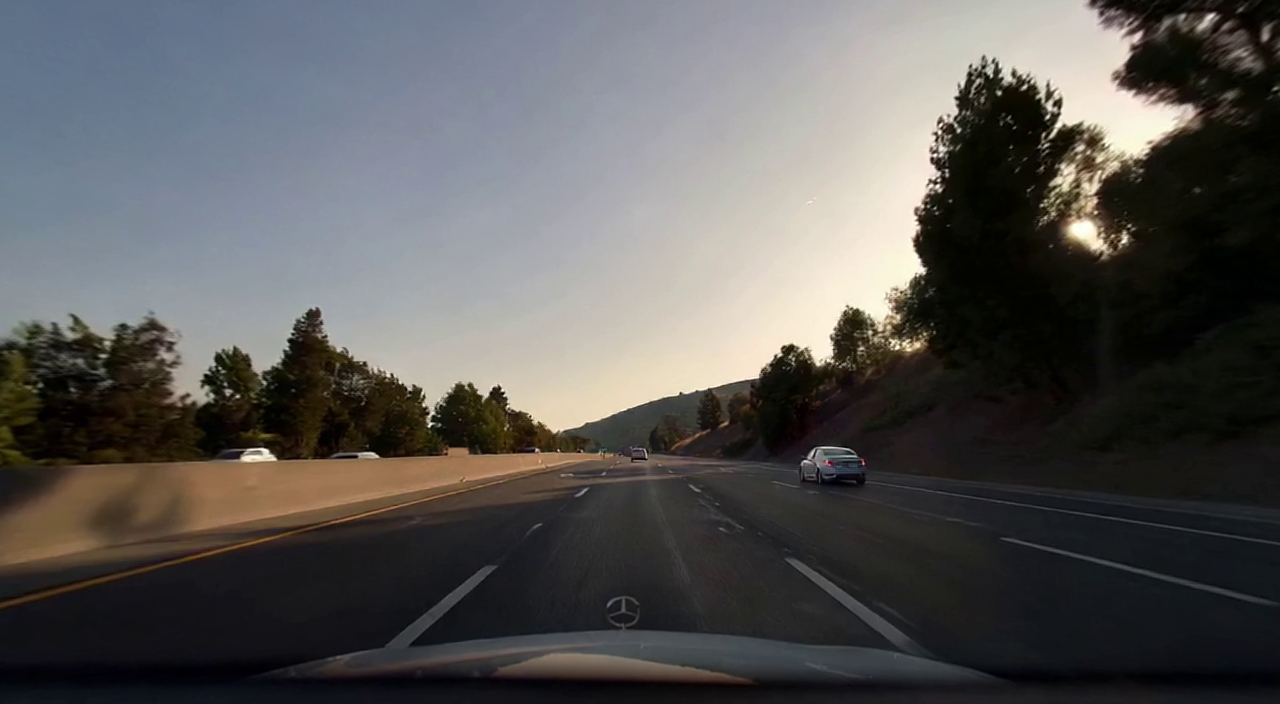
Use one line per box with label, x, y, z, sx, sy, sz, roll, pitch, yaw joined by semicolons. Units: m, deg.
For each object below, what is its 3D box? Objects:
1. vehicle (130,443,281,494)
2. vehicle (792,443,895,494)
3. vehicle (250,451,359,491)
vehicle;-18.351;4.924;27.102;2.382;1.912;5.699;0;-9;1
vehicle;6.607;3.818;20.963;1.976;1.495;4.217;0;-9;-1
vehicle;-14.402;5.101;27.437;2.153;1.568;4.661;0;-9;0
